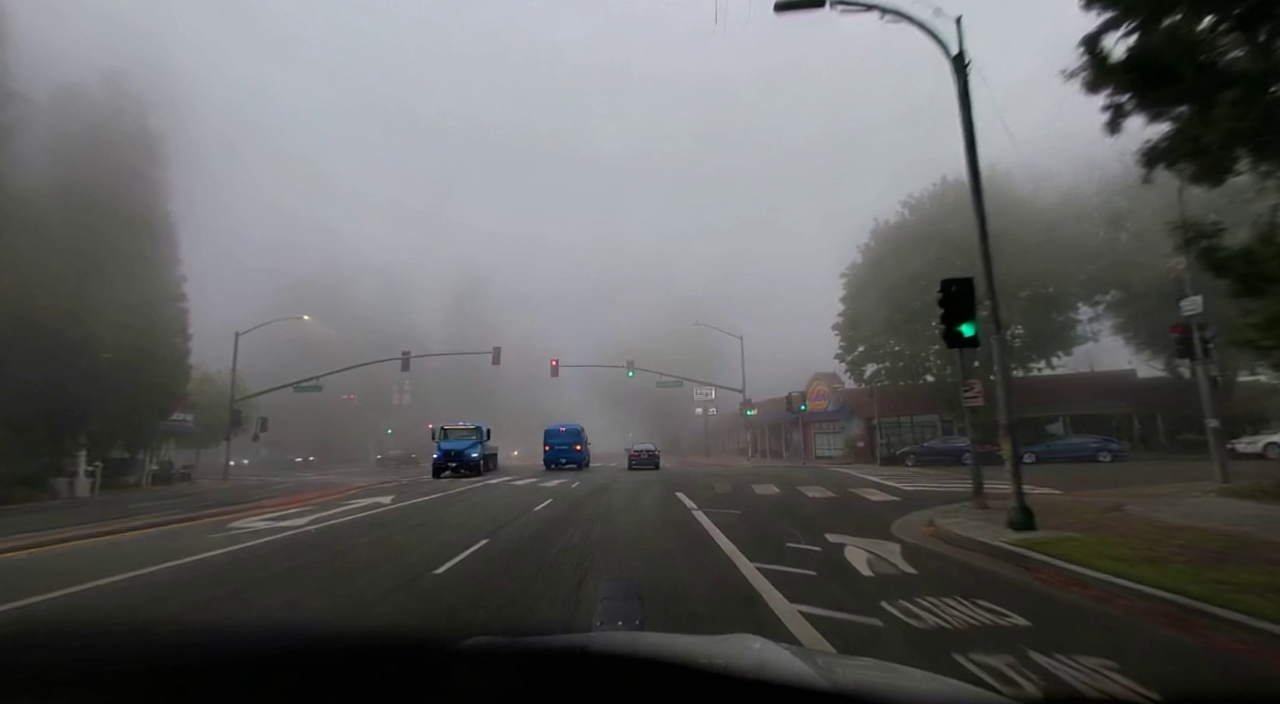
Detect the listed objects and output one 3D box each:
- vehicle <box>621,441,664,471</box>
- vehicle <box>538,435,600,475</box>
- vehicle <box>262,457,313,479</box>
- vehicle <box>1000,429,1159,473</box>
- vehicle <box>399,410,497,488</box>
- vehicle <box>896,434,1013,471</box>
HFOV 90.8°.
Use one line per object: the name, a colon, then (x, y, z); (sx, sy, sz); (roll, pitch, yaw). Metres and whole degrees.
vehicle: (0.148, 5.484, 33.435); (2.103, 1.487, 4.101); (0, -9, 1)
vehicle: (-3.368, 5.078, 31.306); (2.464, 1.777, 5.128); (0, -9, 0)
vehicle: (-26.523, 8.693, 47.485); (4.432, 1.480, 1.915); (-8, -11, 41)
vehicle: (16.001, 3.622, 23.214); (4.520, 1.455, 1.968); (-6, -10, 35)
vehicle: (-7.168, 3.683, 24.218); (2.507, 2.667, 4.567); (0, -8, -3)
vehicle: (14.207, 4.533, 28.639); (4.406, 1.512, 1.935); (-6, -10, 35)
